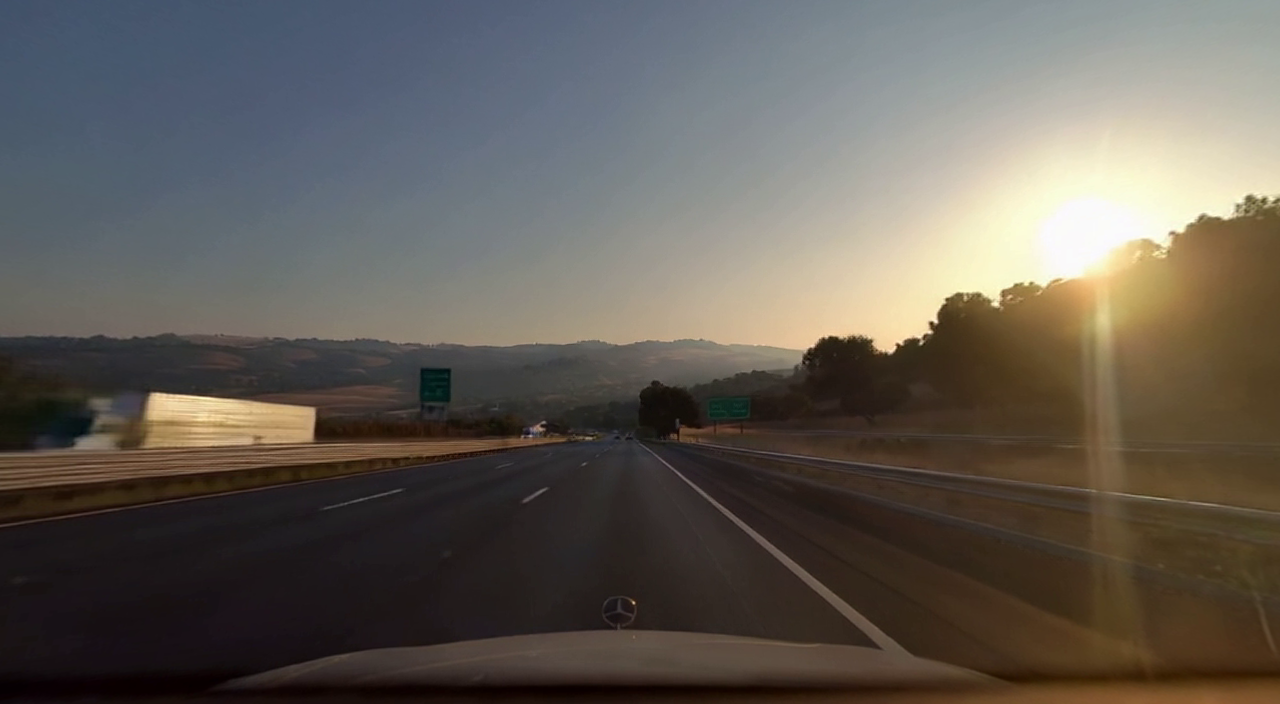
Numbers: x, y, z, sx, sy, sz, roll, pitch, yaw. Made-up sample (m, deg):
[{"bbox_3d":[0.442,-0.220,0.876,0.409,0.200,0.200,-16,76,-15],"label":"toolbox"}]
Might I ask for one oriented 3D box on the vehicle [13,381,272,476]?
[{"bbox_3d":[-24.117,3.993,32.197,2.877,3.842,12.982,0,-8,-1],"label":"vehicle"}]
